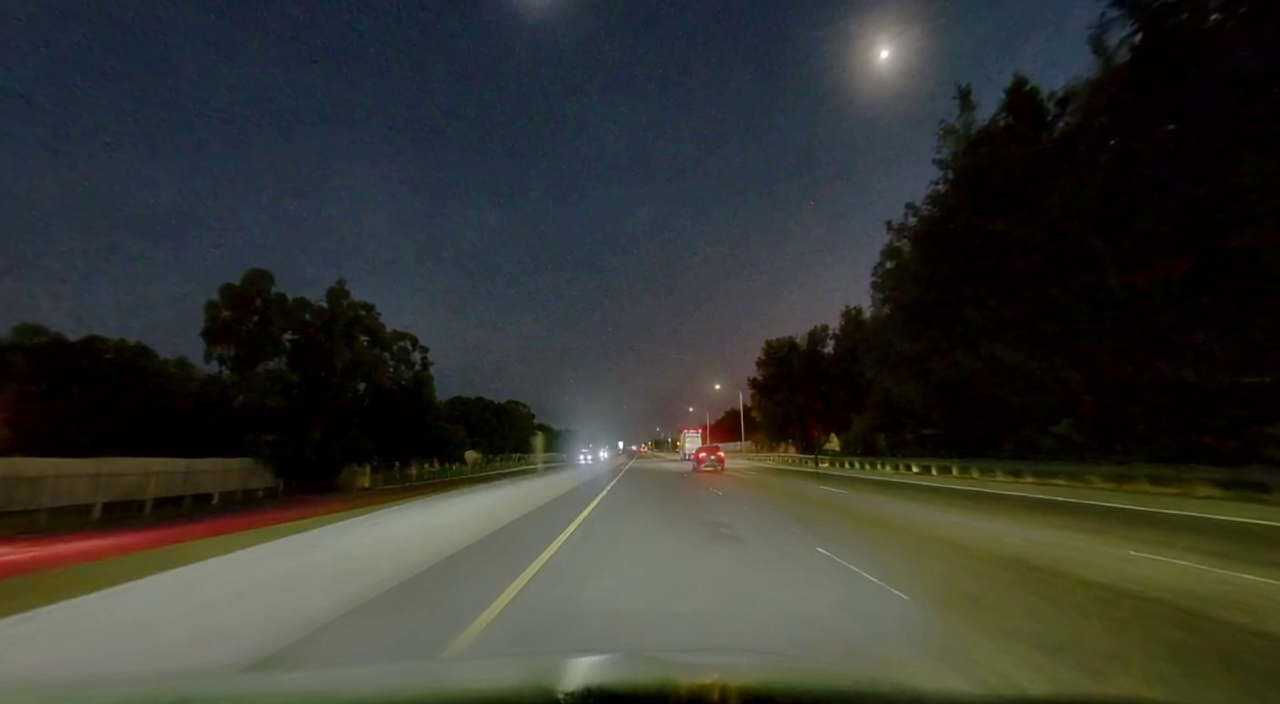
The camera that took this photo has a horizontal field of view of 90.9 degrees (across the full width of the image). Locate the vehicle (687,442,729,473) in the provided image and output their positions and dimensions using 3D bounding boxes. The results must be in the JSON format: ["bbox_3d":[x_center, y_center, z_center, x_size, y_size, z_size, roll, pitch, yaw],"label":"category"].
[{"bbox_3d":[4.113,6.510,38.957,2.093,1.742,4.167,0,-9,-1],"label":"vehicle"}]
